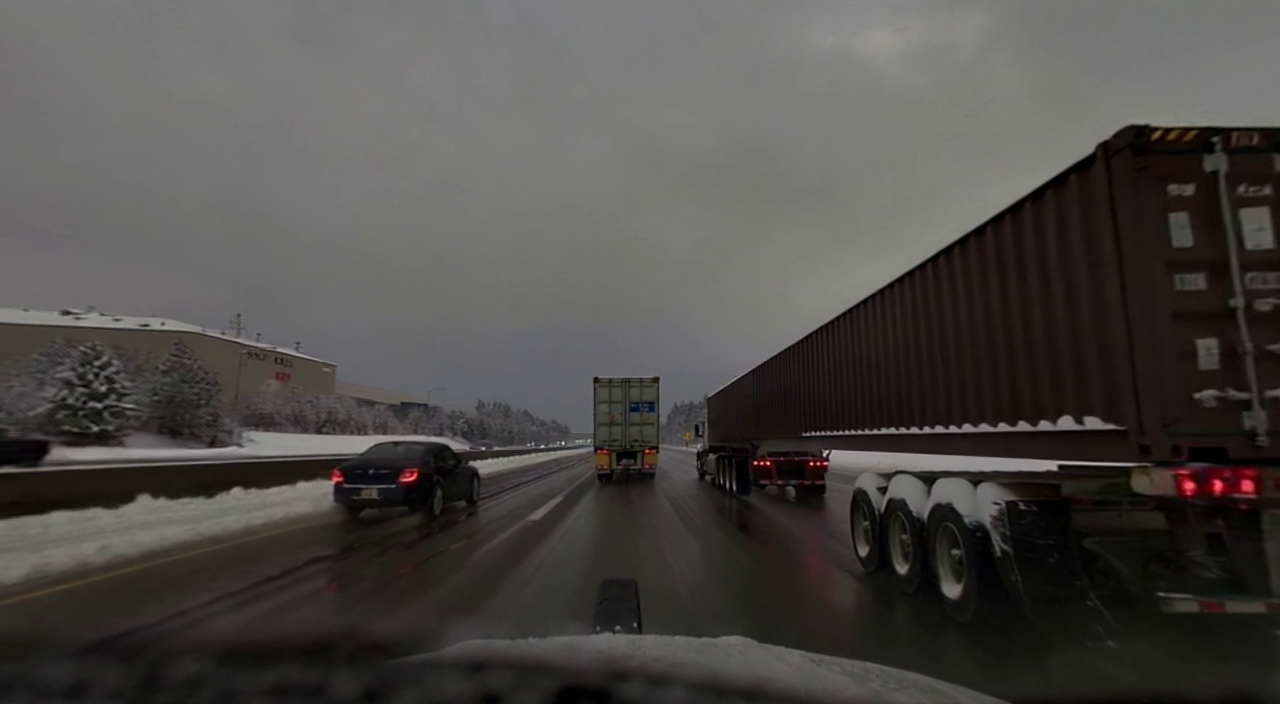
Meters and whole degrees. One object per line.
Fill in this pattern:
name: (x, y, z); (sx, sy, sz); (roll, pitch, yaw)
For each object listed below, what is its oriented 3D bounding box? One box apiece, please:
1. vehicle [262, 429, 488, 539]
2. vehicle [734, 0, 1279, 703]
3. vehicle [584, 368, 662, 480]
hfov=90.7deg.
vehicle: (-4.185, 2.155, 11.007); (1.994, 1.471, 4.591); (0, -9, -1)
vehicle: (3.763, 0.521, 8.617); (2.803, 4.072, 12.744); (0, -9, -1)
vehicle: (-0.567, 3.512, 29.146); (2.841, 4.071, 12.046); (0, -9, 1)
